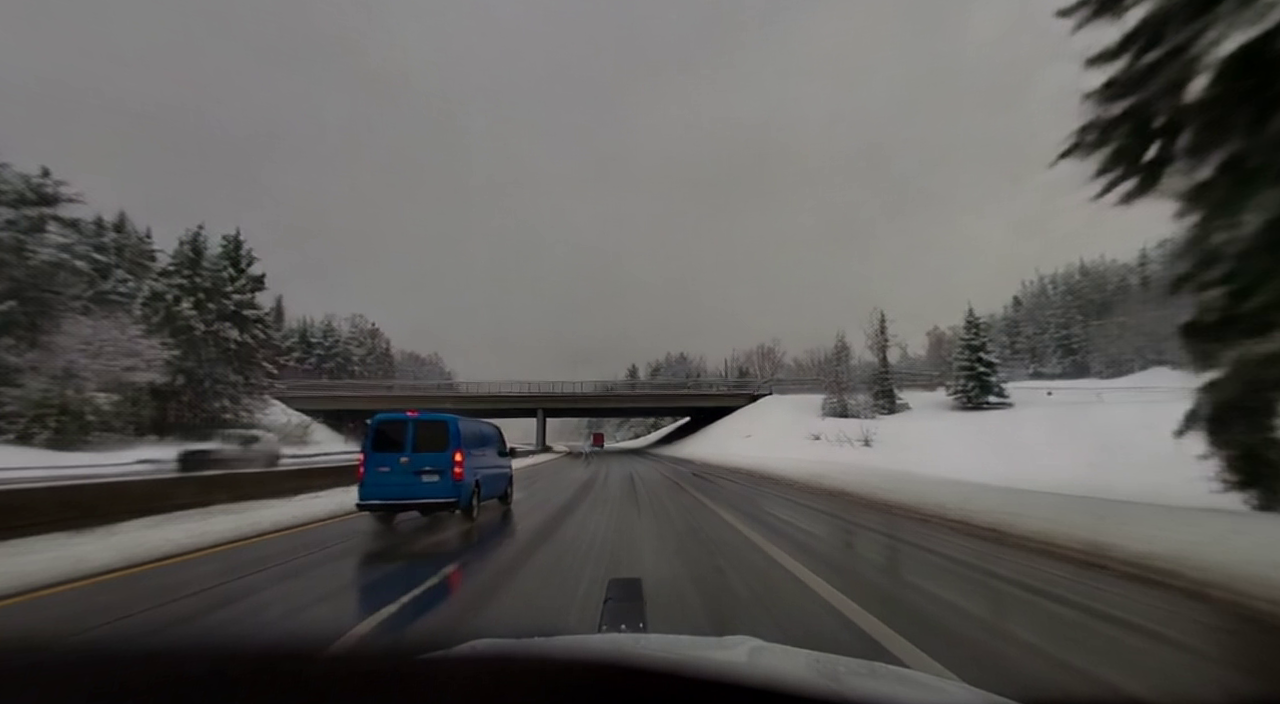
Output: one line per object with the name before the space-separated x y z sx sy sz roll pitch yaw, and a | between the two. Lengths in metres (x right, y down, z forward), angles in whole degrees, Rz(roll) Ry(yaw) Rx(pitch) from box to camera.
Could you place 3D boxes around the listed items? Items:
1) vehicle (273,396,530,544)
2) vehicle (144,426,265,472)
vehicle | -3.507 1.882 10.683 2.372 1.891 5.061 0 -8 0
vehicle | -20.867 4.682 30.517 2.128 2.021 5.330 0 -8 -1
